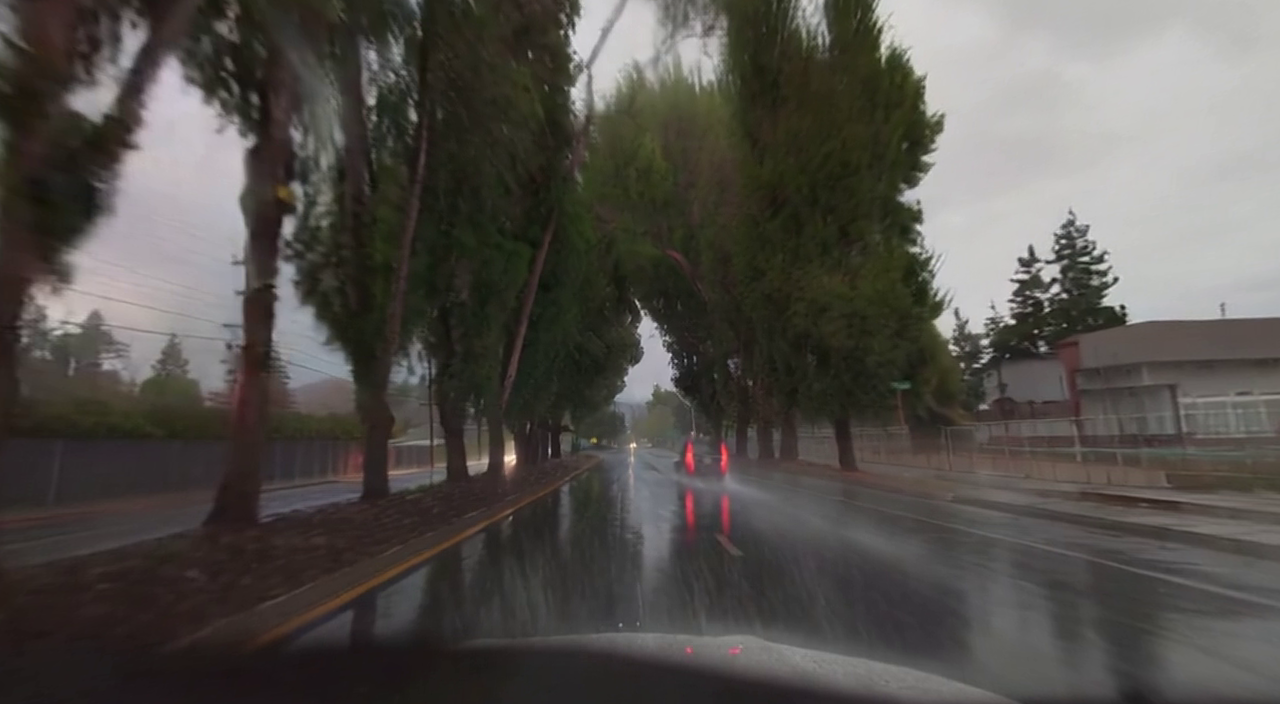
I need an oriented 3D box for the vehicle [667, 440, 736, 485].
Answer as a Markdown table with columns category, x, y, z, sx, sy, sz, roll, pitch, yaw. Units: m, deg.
| category | x | y | z | sx | sy | sz | roll | pitch | yaw |
| --- | --- | --- | --- | --- | --- | --- | --- | --- | --- |
| vehicle | 2.184 | 4.087 | 23.714 | 1.985 | 1.529 | 4.316 | 0 | -9 | -2 |
